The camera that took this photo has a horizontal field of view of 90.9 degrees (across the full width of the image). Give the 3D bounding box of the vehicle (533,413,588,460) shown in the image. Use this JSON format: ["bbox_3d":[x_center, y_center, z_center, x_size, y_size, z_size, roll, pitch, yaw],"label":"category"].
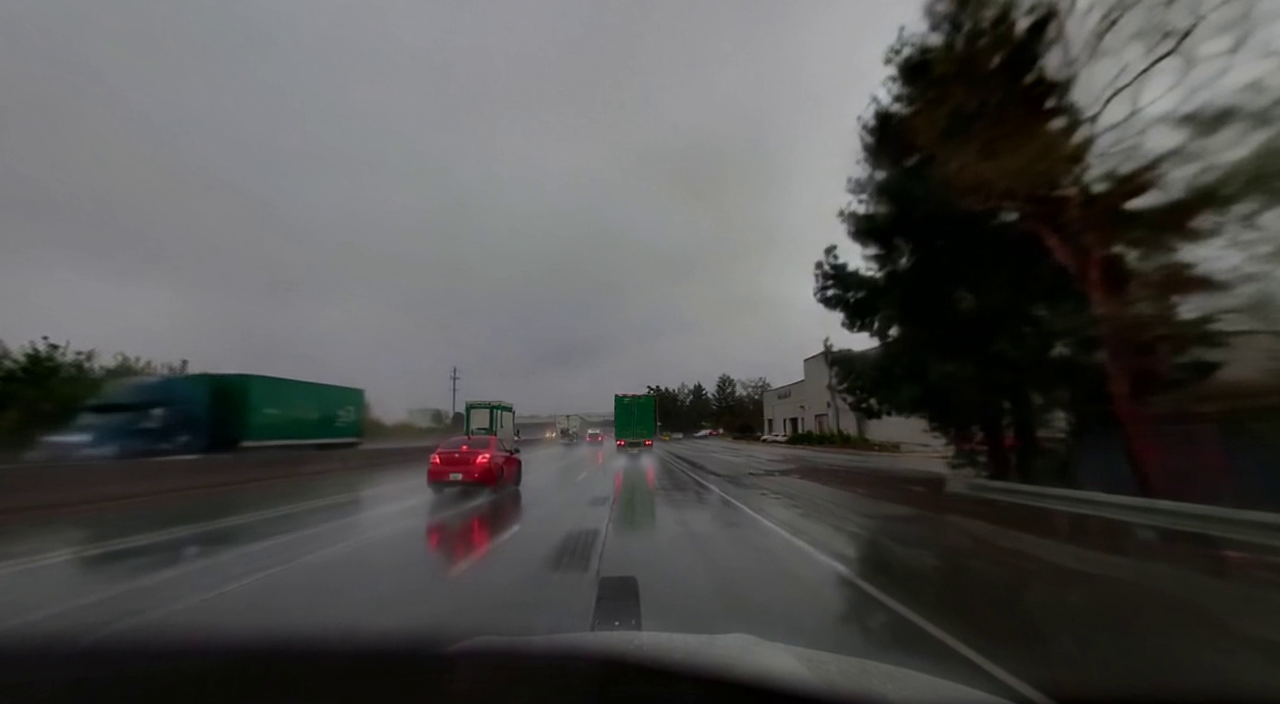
[{"bbox_3d":[-4.864,5.373,39.924,2.717,2.714,6.997,0,-8,-1],"label":"vehicle"}]

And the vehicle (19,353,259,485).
[{"bbox_3d":[-16.707,2.377,21.765,3.295,3.920,5.858,0,-8,-1],"label":"vehicle"}]

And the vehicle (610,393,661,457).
[{"bbox_3d":[-0.433,5.333,45.252,3.259,4.066,9.891,0,-8,-2],"label":"vehicle"}]

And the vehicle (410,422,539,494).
[{"bbox_3d":[-4.153,2.751,16.827,2.005,1.602,5.131,0,-8,1],"label":"vehicle"}]
